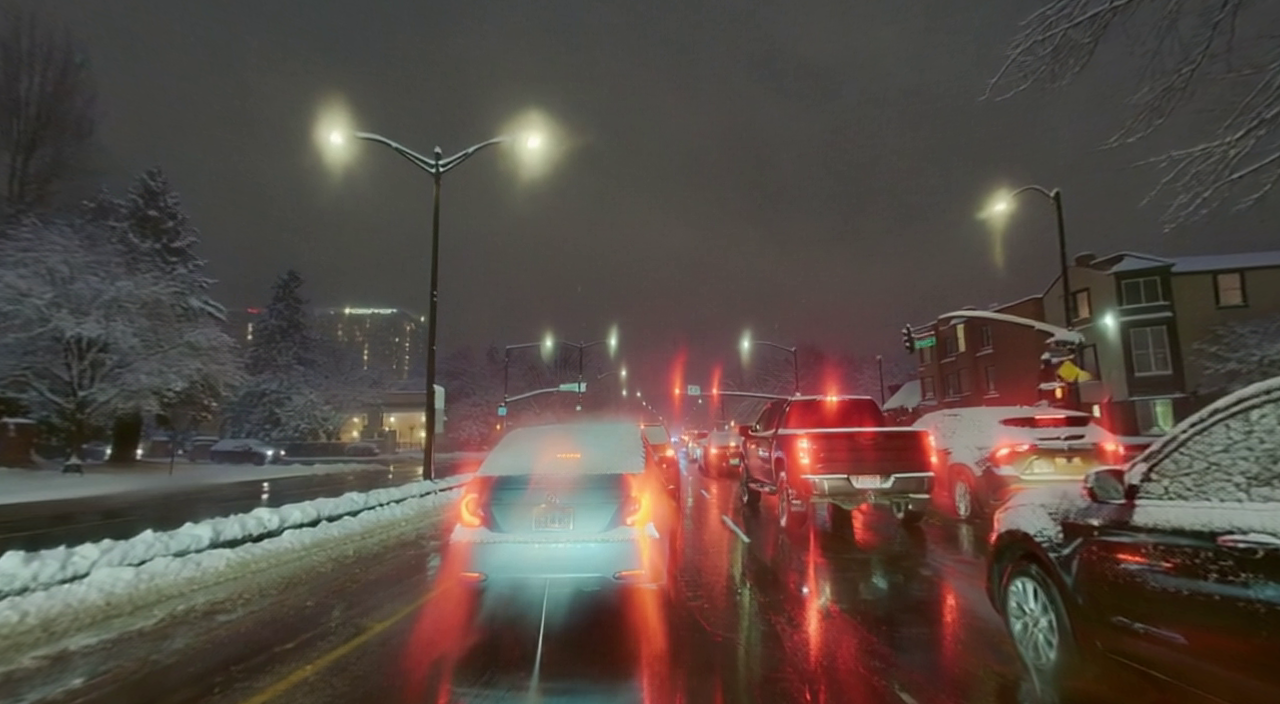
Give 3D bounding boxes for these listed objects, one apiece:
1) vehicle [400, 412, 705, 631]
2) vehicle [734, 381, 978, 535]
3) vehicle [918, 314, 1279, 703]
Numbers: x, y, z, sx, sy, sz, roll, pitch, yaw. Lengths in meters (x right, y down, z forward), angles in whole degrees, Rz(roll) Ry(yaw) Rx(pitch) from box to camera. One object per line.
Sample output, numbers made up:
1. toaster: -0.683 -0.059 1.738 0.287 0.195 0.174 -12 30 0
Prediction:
1. vehicle: -0.582 1.527 6.668 2.172 1.536 4.250 0 -9 1
2. vehicle: 3.533 1.950 11.972 2.497 2.186 5.890 0 -9 0
3. vehicle: 3.161 0.793 2.417 2.024 1.723 4.714 0 -9 0
